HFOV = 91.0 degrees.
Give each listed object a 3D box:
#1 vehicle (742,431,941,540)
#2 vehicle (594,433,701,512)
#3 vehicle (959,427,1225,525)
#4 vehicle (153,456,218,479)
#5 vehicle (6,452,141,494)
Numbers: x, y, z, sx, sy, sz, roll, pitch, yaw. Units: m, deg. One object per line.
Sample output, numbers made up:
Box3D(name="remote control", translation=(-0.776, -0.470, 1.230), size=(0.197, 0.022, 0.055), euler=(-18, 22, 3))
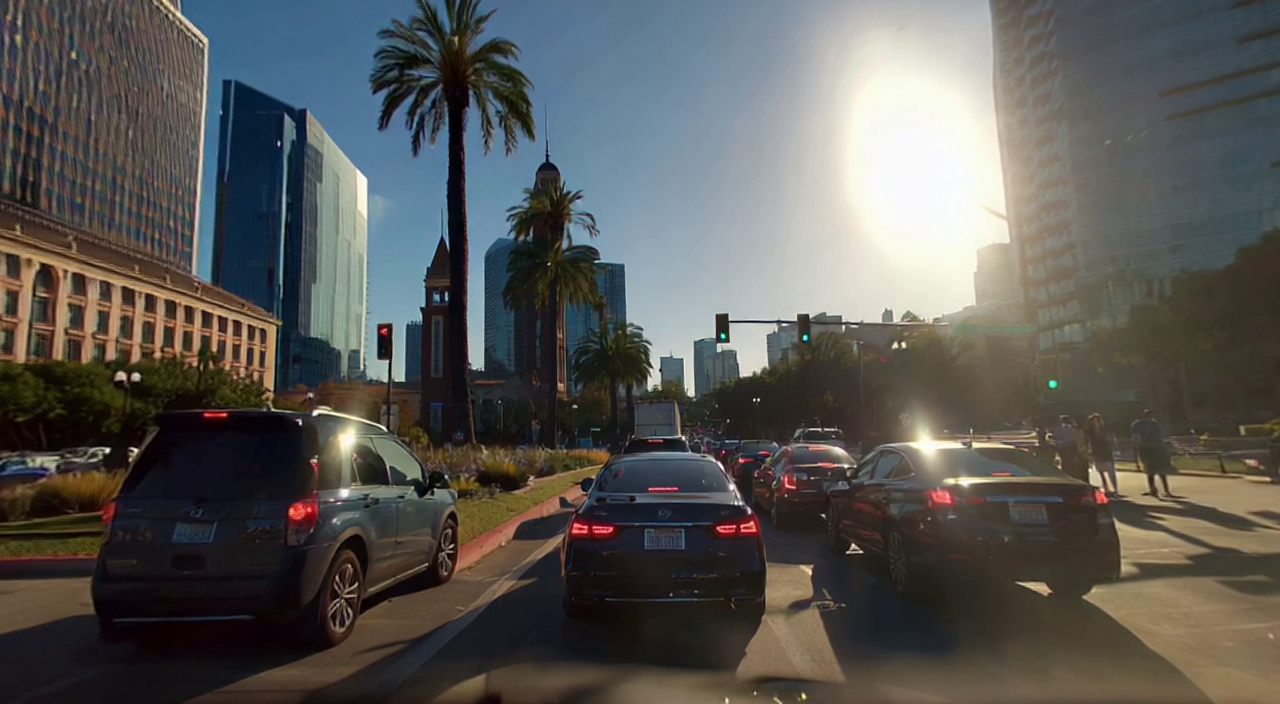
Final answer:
Box3D(name="vehicle", translation=(3.107, 2.154, 10.829), size=(1.913, 1.469, 4.425), euler=(0, -8, -1))
Box3D(name="vehicle", translation=(0.172, 2.594, 13.954), size=(2.048, 1.503, 3.681), euler=(0, -8, 1))
Box3D(name="vehicle", translation=(8.182, 2.261, 12.036), size=(1.859, 1.508, 4.259), euler=(0, -9, -1))
Box3D(name="vehicle", translation=(-33.569, 8.503, 46.612), size=(1.773, 1.491, 4.385), euler=(1, -9, -5))
Box3D(name="vehicle", translation=(-26.707, 5.671, 29.949), size=(2.105, 1.793, 4.812), euler=(0, -9, -4))
